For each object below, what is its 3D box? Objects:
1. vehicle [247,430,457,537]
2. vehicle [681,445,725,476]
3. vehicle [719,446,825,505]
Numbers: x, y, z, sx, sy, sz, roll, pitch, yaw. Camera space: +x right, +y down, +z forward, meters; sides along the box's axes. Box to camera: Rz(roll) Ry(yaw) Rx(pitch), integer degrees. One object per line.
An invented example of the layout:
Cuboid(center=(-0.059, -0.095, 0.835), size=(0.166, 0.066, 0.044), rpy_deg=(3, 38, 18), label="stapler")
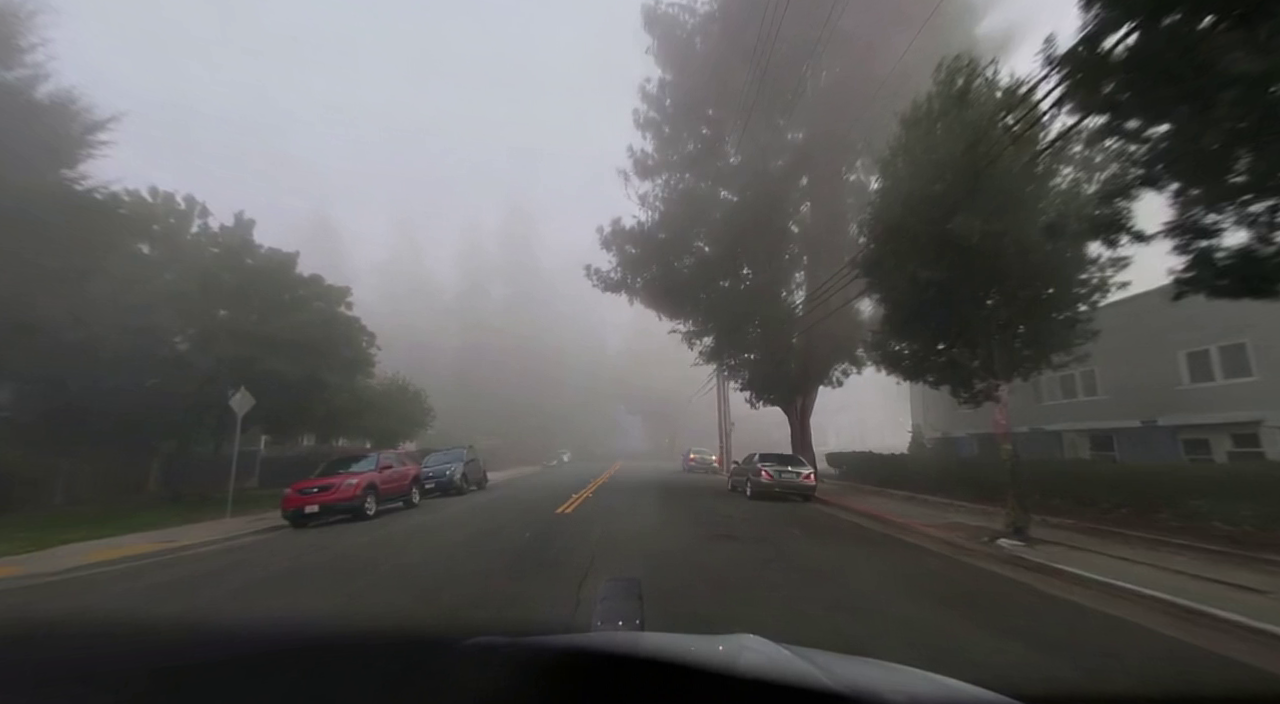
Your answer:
Cuboid(center=(-6.304, 2.916, 14.834), size=(2.382, 1.869, 5.476), rpy_deg=(-4, -9, 0), label="vehicle")
Cuboid(center=(3.206, 5.625, 32.992), size=(1.843, 1.495, 3.930), rpy_deg=(0, -8, -1), label="vehicle")
Cuboid(center=(3.442, 3.283, 17.316), size=(1.802, 1.382, 4.300), rpy_deg=(0, -8, -3), label="vehicle")
